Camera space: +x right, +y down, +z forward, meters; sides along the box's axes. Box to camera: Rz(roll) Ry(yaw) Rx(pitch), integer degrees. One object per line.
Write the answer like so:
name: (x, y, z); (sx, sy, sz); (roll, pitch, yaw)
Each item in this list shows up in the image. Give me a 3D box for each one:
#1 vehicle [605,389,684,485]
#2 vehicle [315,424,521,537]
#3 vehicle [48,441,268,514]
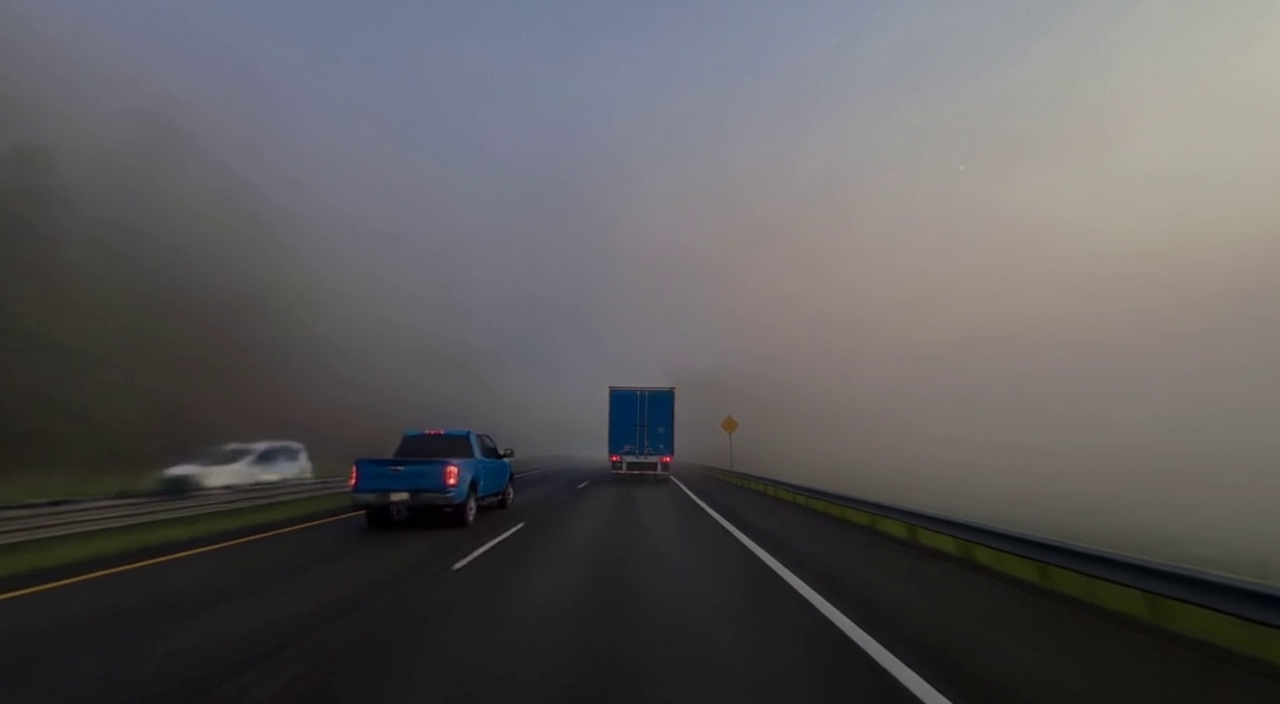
vehicle: (0.000, 3.816, 27.656); (2.913, 3.530, 8.648); (1, -9, -2)
vehicle: (-3.723, 2.251, 11.611); (2.160, 1.661, 4.388); (0, -9, 0)
vehicle: (-11.417, 2.966, 15.459); (2.002, 1.506, 4.416); (1, -9, -2)
